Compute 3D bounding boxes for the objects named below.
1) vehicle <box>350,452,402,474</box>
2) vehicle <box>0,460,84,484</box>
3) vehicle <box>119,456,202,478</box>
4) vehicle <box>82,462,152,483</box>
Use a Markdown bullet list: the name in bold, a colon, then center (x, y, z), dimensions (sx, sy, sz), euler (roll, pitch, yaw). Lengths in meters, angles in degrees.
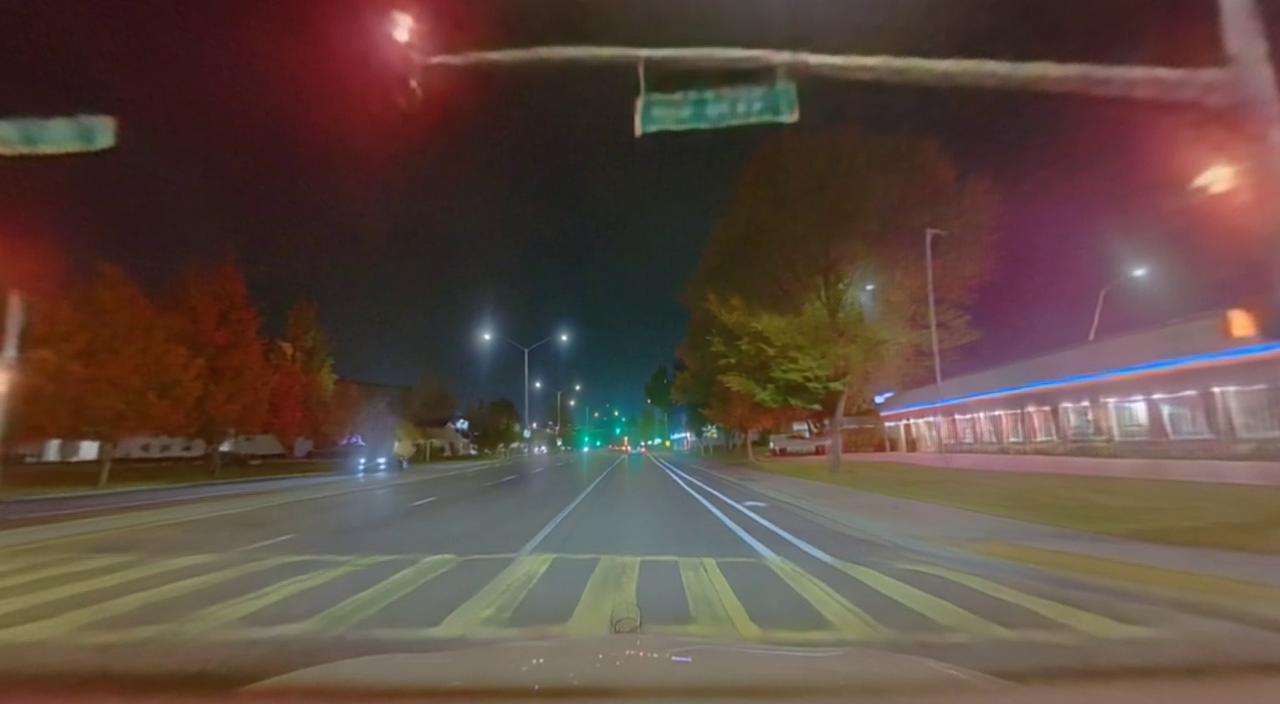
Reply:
- **vehicle**: center (-19.252, 8.072, 46.219), dimensions (1.825, 1.457, 4.454), euler (0, -8, 1)
- **vehicle**: center (-37.014, 7.406, 39.090), dimensions (3.470, 1.401, 1.748), euler (0, -8, -1)
- **vehicle**: center (-37.237, 8.920, 49.125), dimensions (4.772, 1.580, 2.040), euler (0, -8, 1)
- **vehicle**: center (-36.609, 8.461, 44.277), dimensions (3.395, 1.354, 1.608), euler (1, -8, -4)
